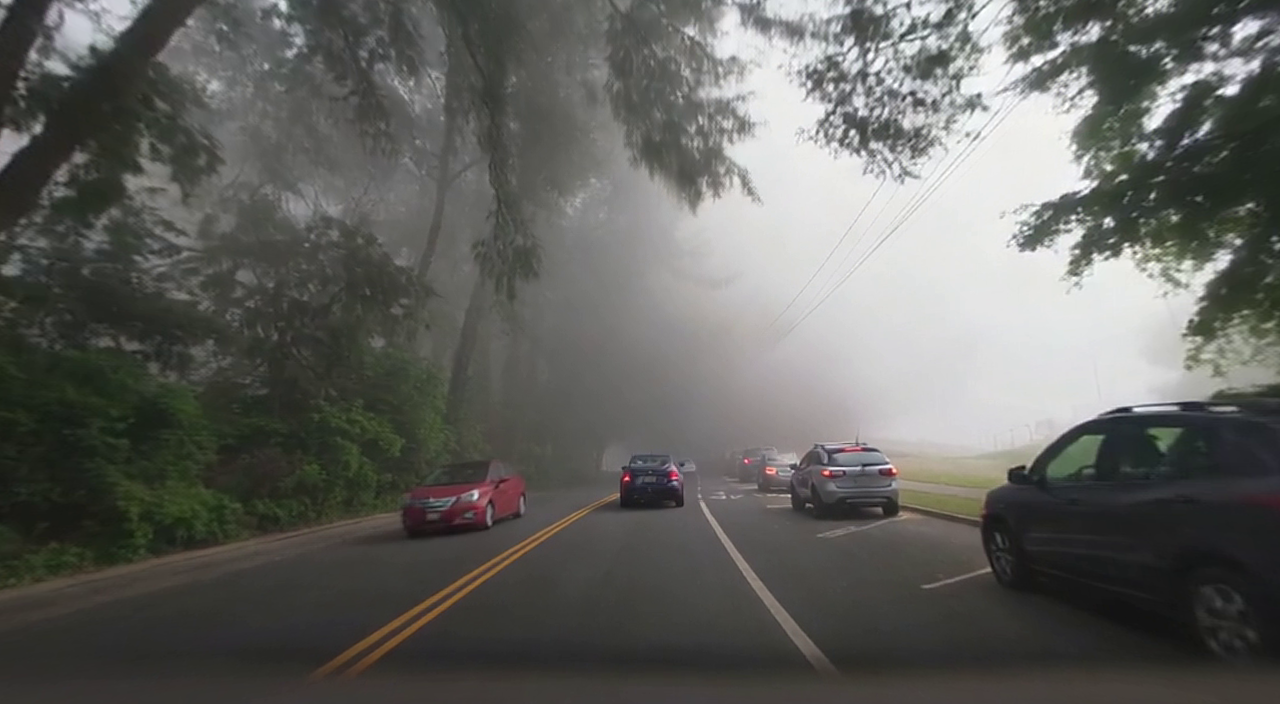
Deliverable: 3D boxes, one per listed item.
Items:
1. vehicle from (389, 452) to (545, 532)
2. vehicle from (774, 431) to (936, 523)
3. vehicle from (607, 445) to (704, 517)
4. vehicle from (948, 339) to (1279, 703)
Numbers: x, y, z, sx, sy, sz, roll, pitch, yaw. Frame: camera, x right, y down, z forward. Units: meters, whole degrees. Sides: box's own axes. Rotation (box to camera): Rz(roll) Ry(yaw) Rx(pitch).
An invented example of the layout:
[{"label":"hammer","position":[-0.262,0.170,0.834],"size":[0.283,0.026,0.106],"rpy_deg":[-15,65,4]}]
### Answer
[{"label":"vehicle","position":[-3.668,3.051,14.393],"size":[2.087,1.449,4.575],"rpy_deg":[-1,-8,3]},{"label":"vehicle","position":[4.381,2.606,13.763],"size":[1.957,1.629,4.609],"rpy_deg":[0,-8,1]},{"label":"vehicle","position":[0.407,3.074,15.620],"size":[2.078,1.521,4.058],"rpy_deg":[0,-8,2]},{"label":"vehicle","position":[4.148,1.004,4.164],"size":[1.968,1.783,4.826],"rpy_deg":[0,-8,3]}]
